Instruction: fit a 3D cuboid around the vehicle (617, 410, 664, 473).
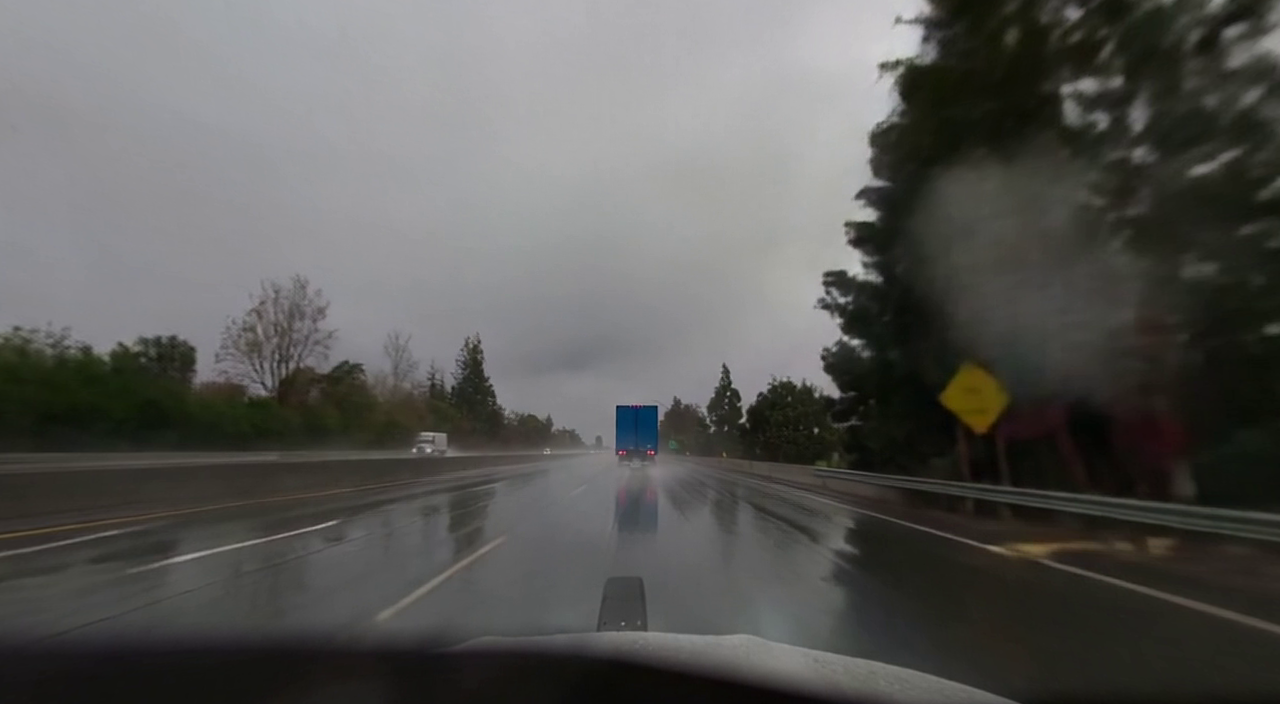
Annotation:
[{"bbox_3d":[-0.017,6.468,45.120,2.982,3.947,11.075,0,-9,0],"label":"vehicle"}]
